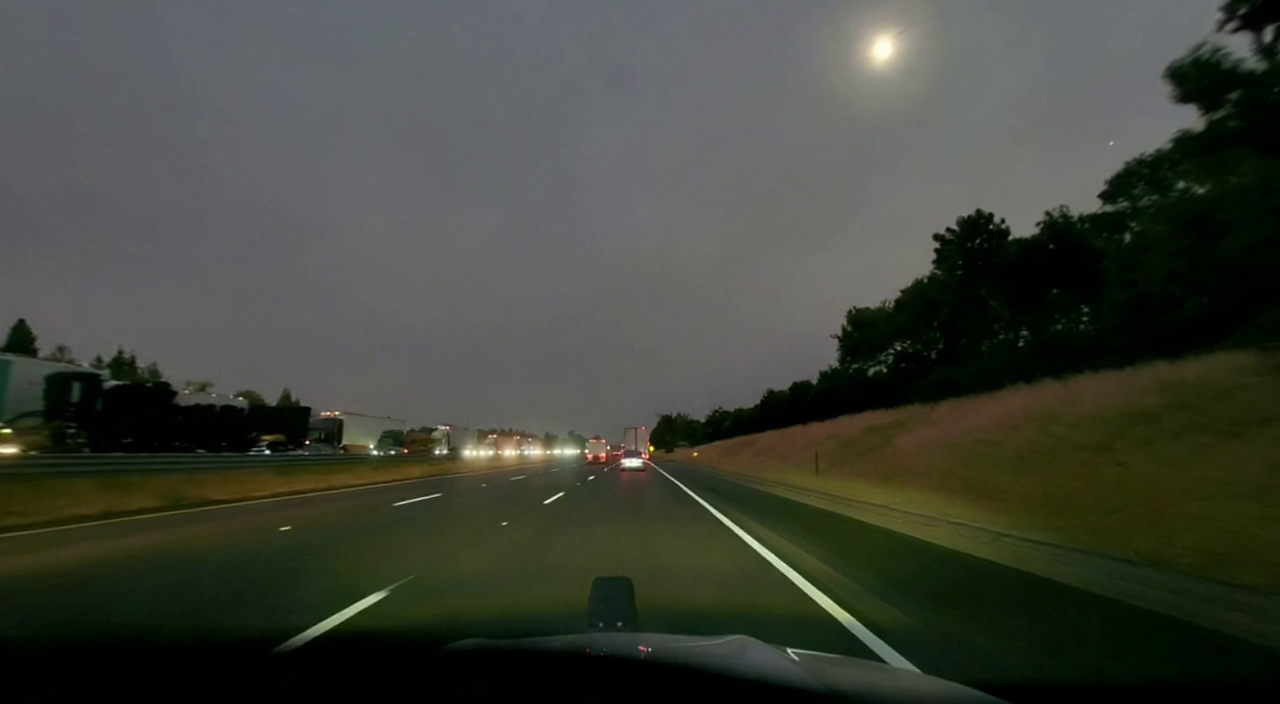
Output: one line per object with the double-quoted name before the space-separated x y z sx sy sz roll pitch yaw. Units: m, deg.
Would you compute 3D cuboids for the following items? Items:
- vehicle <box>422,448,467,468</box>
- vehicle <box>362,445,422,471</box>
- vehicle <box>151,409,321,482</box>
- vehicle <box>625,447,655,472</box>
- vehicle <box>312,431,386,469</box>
"vehicle" -14.687 7.987 47.676 1.976 1.423 4.416 0 -9 0
"vehicle" -14.461 6.205 37.011 1.891 1.426 4.156 0 -9 0
"vehicle" -14.422 3.438 23.144 2.357 2.318 5.817 0 -9 0
"vehicle" -0.037 7.629 44.713 2.009 1.657 3.962 0 -9 -1
"vehicle" -19.186 6.504 41.888 2.223 2.287 5.862 0 -9 -1
